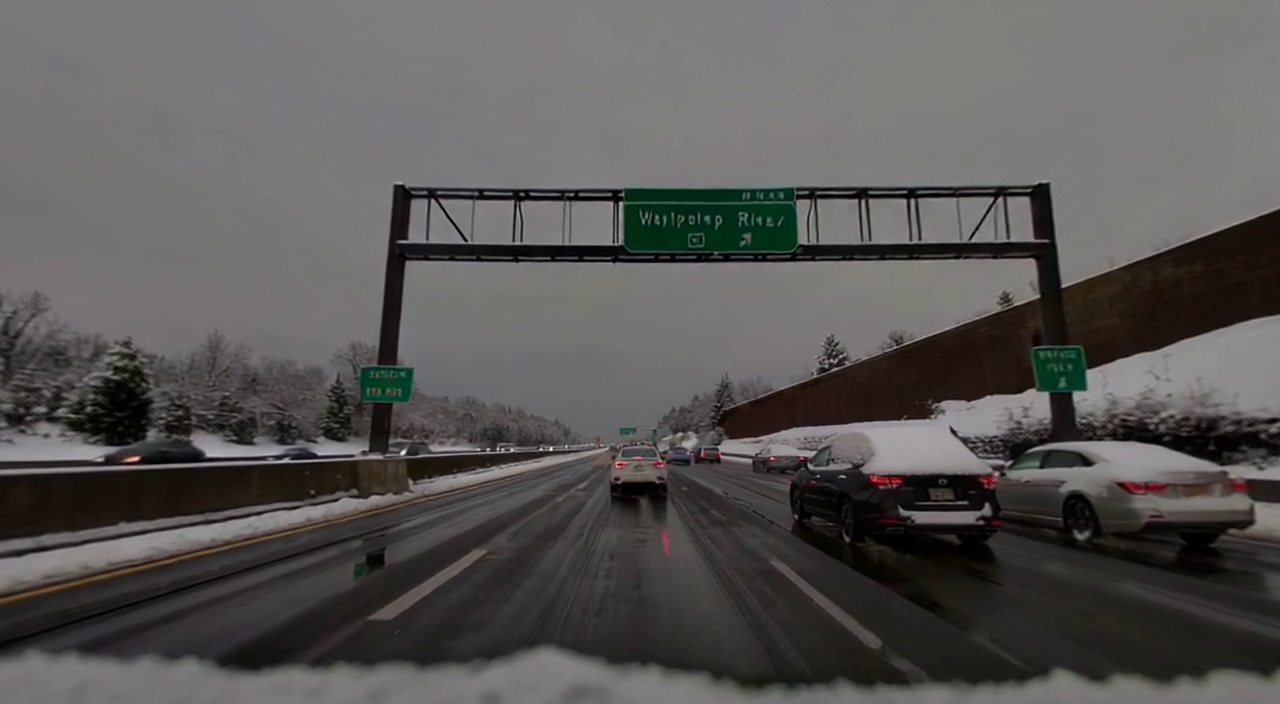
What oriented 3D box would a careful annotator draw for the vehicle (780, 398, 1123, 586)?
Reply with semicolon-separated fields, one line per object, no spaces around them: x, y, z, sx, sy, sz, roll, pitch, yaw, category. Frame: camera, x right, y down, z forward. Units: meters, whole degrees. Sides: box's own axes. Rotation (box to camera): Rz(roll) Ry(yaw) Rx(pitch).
3.545;1.710;8.536;2.162;1.800;4.693;0;-9;-1;vehicle

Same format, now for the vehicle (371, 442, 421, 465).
-18.539;7.720;48.236;1.994;1.658;4.646;0;-9;-1;vehicle

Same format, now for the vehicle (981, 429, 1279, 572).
6.972;1.888;8.870;1.872;1.469;4.414;0;-9;0;vehicle

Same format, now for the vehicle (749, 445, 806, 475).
6.957;5.496;32.356;1.839;1.441;4.241;0;-9;-2;vehicle

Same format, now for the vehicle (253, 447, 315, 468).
-26.166;7.747;46.590;1.857;1.452;4.788;0;-9;-1;vehicle

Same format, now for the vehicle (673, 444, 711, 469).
3.287;6.700;40.712;1.998;1.490;4.296;0;-9;-2;vehicle

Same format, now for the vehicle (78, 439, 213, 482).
-21.068;4.625;27.224;2.155;1.701;4.530;0;-9;-1;vehicle

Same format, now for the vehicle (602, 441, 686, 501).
0.071;3.265;17.772;2.098;1.475;3.997;0;-9;-1;vehicle
